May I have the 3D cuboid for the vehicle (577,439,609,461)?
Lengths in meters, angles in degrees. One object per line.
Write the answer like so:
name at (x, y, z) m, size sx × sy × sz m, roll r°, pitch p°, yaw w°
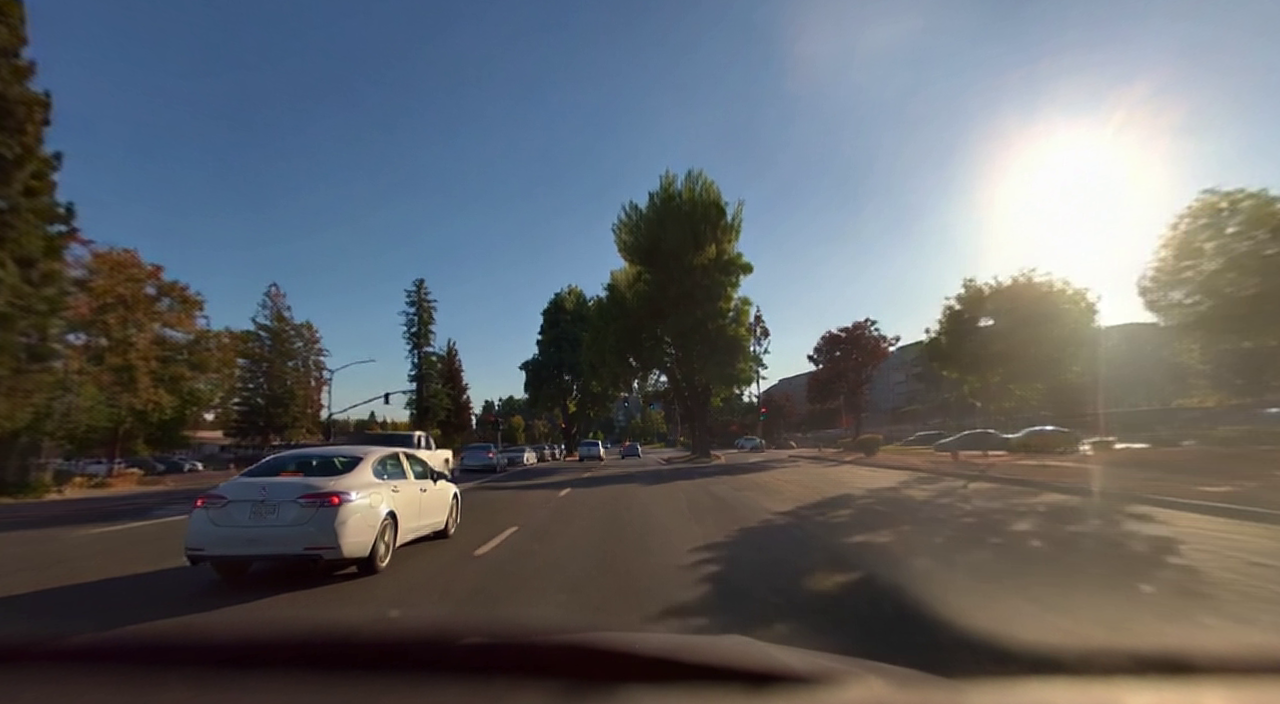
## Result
vehicle at (-3.571, 7.573, 48.894) m, size 2.103 × 1.592 × 4.160 m, roll 0°, pitch -8°, yaw 0°

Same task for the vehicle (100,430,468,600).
vehicle at (-3.643, 1.714, 7.638) m, size 1.905 × 1.418 × 4.396 m, roll 0°, pitch -8°, yaw 0°

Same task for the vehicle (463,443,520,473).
vehicle at (-7.658, 5.507, 33.059) m, size 1.920 × 1.456 × 4.534 m, roll 0°, pitch -8°, yaw 0°
